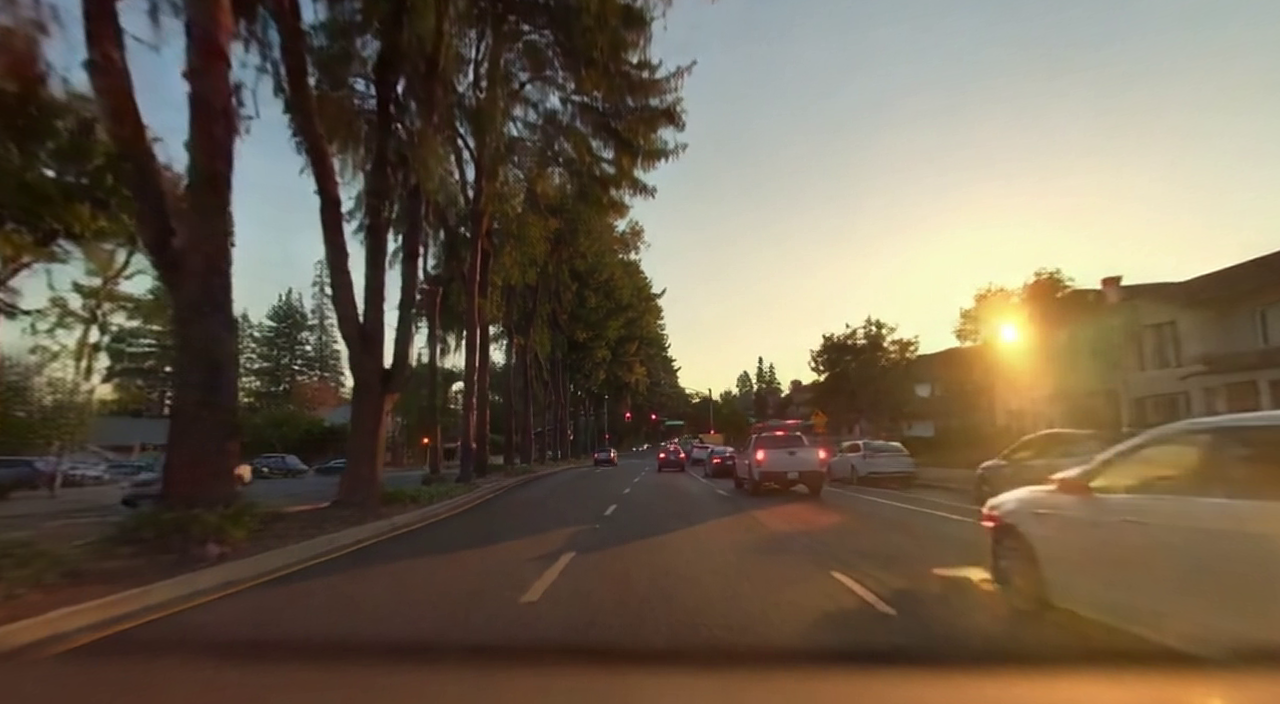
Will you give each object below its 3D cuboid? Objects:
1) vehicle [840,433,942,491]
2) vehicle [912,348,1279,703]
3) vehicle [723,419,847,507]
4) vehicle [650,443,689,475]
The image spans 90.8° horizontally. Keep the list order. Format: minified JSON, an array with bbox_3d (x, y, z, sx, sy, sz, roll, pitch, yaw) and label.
[{"bbox_3d":[8.891,3.938,22.862,1.992,1.840,4.646,0,-9,3],"label":"vehicle"},{"bbox_3d":[3.468,0.989,3.322,2.041,1.688,4.717,0,-9,1],"label":"vehicle"},{"bbox_3d":[3.910,3.169,18.394,2.268,2.090,6.113,0,-9,1],"label":"vehicle"},{"bbox_3d":[1.647,6.022,35.690,2.052,1.693,4.554,0,-9,2],"label":"vehicle"}]
